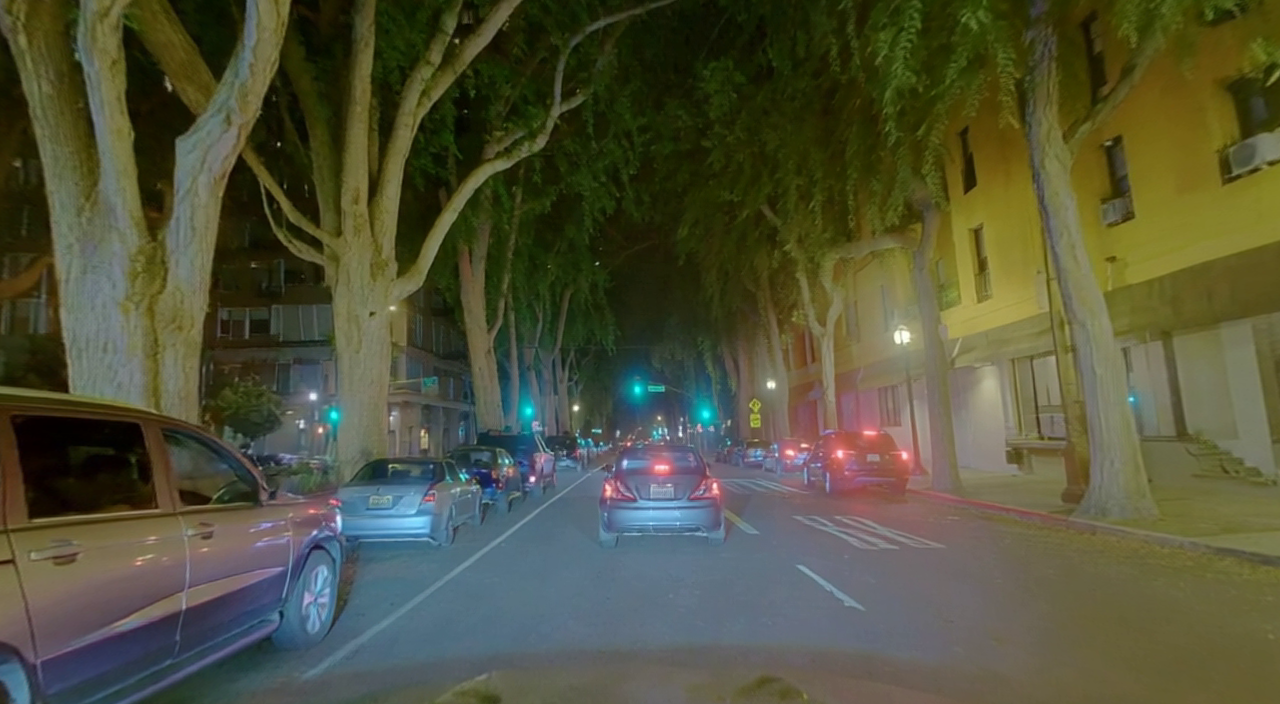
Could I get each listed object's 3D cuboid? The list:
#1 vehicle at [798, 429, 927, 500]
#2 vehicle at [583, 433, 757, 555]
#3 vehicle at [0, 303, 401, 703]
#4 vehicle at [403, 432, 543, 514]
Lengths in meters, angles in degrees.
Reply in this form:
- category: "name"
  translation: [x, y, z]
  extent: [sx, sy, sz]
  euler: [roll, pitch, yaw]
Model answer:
- category: "vehicle"
  translation: [6.342, 3.250, 18.692]
  extent: [2.025, 1.808, 4.579]
  euler: [0, -9, -2]
- category: "vehicle"
  translation: [0.269, 1.995, 9.574]
  extent: [2.095, 1.438, 3.843]
  euler: [0, -9, -3]
- category: "vehicle"
  translation: [-3.268, 0.932, 3.392]
  extent: [2.152, 1.802, 4.628]
  euler: [0, -9, 0]
- category: "vehicle"
  translation: [-3.506, 2.624, 14.229]
  extent: [1.901, 1.522, 4.556]
  euler: [0, -9, 0]
